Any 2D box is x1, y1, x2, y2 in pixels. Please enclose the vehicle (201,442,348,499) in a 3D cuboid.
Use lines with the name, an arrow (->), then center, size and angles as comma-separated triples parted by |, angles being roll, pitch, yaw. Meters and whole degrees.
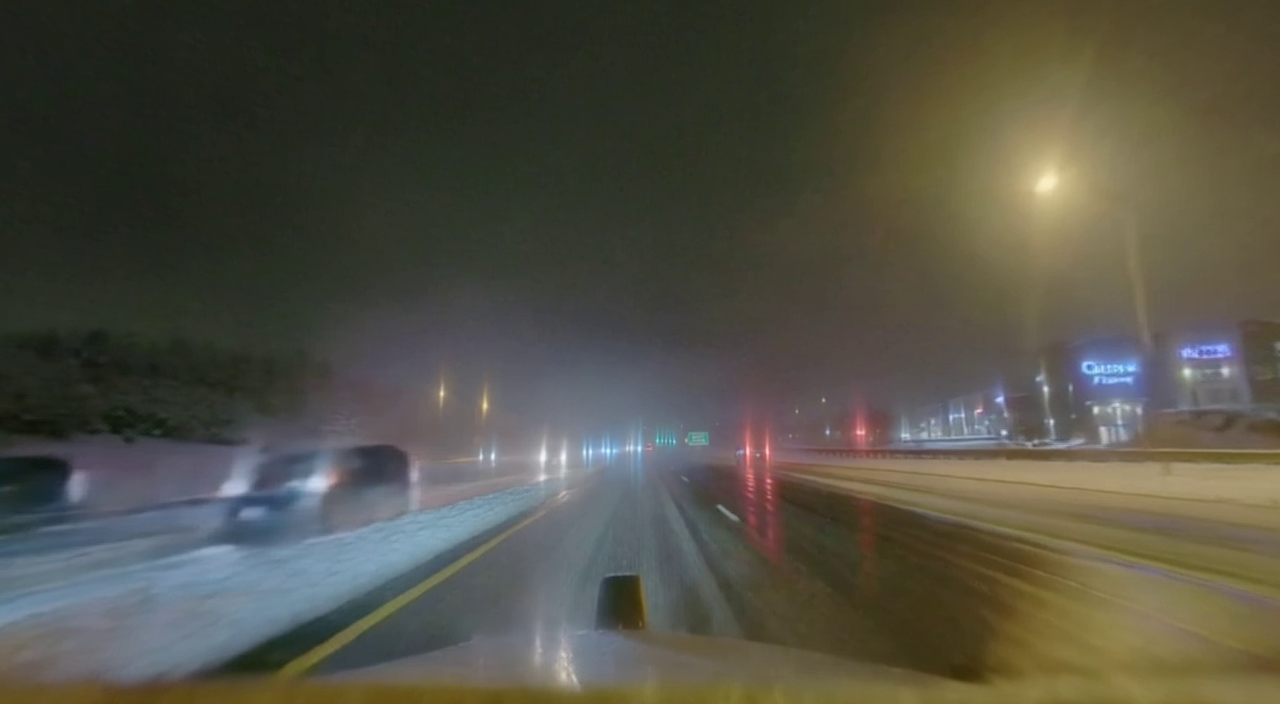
vehicle -> -12.383, 4.003, 21.749 | 2.058, 1.748, 4.841 | 0, -8, 2

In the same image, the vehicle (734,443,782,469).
vehicle -> 7.496, 6.669, 40.537 | 2.079, 1.518, 5.032 | 0, -8, -1

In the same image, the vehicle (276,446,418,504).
vehicle -> -8.595, 3.610, 18.983 | 1.942, 1.483, 4.649 | 0, -8, 2
